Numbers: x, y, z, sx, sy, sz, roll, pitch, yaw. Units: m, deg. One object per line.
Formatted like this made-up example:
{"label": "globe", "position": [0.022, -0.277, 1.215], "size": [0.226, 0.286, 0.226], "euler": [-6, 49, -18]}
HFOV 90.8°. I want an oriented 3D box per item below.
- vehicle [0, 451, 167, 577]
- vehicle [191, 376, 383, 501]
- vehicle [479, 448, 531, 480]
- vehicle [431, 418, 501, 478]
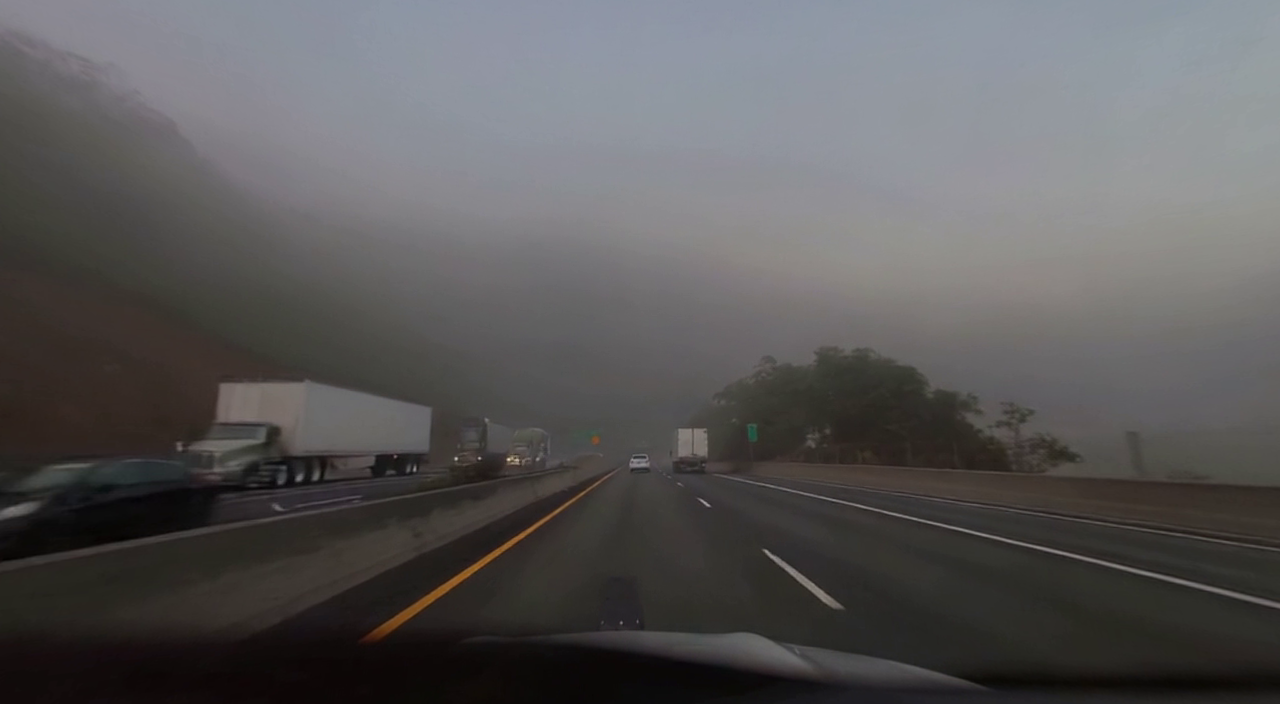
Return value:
{"label": "vehicle", "position": [-8.560, 2.037, 8.144], "size": [1.844, 1.467, 3.930], "euler": [0, -9, 0]}
{"label": "vehicle", "position": [-12.545, 3.236, 23.380], "size": [3.048, 3.943, 6.642], "euler": [0, -9, 0]}
{"label": "vehicle", "position": [-8.609, 7.174, 40.693], "size": [2.153, 1.897, 5.058], "euler": [0, -9, 1]}
{"label": "vehicle", "position": [-12.310, 6.856, 45.265], "size": [3.159, 3.955, 6.511], "euler": [0, -9, 0]}
